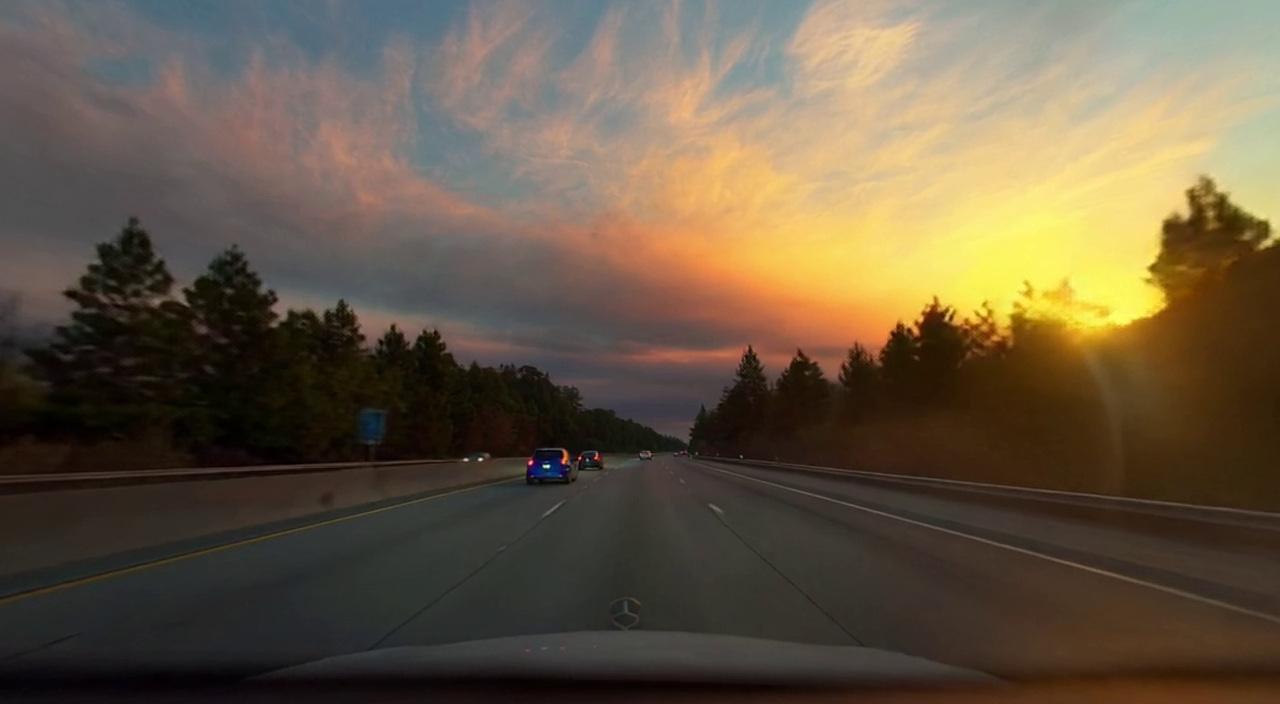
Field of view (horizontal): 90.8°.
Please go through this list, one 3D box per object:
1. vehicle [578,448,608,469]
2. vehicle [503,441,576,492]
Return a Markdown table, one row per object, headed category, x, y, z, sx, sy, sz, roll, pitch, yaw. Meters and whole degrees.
| category | x | y | z | sx | sy | sz | roll | pitch | yaw |
| --- | --- | --- | --- | --- | --- | --- | --- | --- | --- |
| vehicle | -3.622 | 8.312 | 49.262 | 1.996 | 1.565 | 4.159 | 0 | -9 | 1 |
| vehicle | -3.451 | 4.007 | 22.395 | 1.846 | 1.600 | 4.108 | 0 | -9 | 1 |
